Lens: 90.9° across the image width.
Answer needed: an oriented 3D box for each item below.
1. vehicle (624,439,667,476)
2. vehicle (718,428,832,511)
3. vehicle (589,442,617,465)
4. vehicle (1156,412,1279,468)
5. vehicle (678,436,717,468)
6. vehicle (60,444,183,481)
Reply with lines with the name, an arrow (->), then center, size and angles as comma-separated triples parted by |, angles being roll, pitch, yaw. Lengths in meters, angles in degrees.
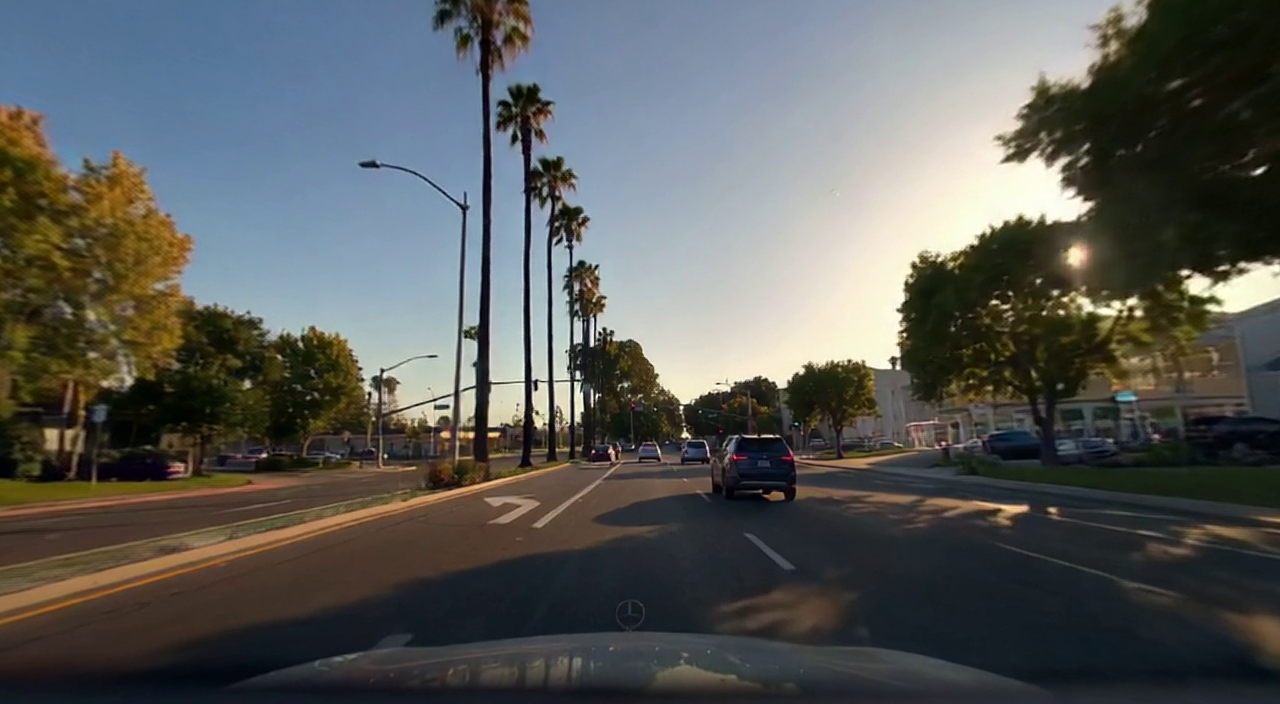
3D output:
vehicle -> 0.241, 5.192, 31.327 | 1.991, 1.664, 3.814 | 0, -8, 0
vehicle -> 3.138, 2.805, 15.515 | 1.872, 1.752, 3.896 | 0, -8, -1
vehicle -> -2.736, 7.601, 47.416 | 1.788, 1.600, 4.298 | 0, -8, 1
vehicle -> 21.338, 3.065, 21.855 | 4.831, 1.816, 2.295 | 0, -8, -2
vehicle -> 3.758, 6.631, 41.975 | 2.154, 1.975, 4.634 | 0, -8, 0
vehicle -> -27.587, 5.852, 33.671 | 4.803, 1.784, 2.124 | 7, -11, -41
